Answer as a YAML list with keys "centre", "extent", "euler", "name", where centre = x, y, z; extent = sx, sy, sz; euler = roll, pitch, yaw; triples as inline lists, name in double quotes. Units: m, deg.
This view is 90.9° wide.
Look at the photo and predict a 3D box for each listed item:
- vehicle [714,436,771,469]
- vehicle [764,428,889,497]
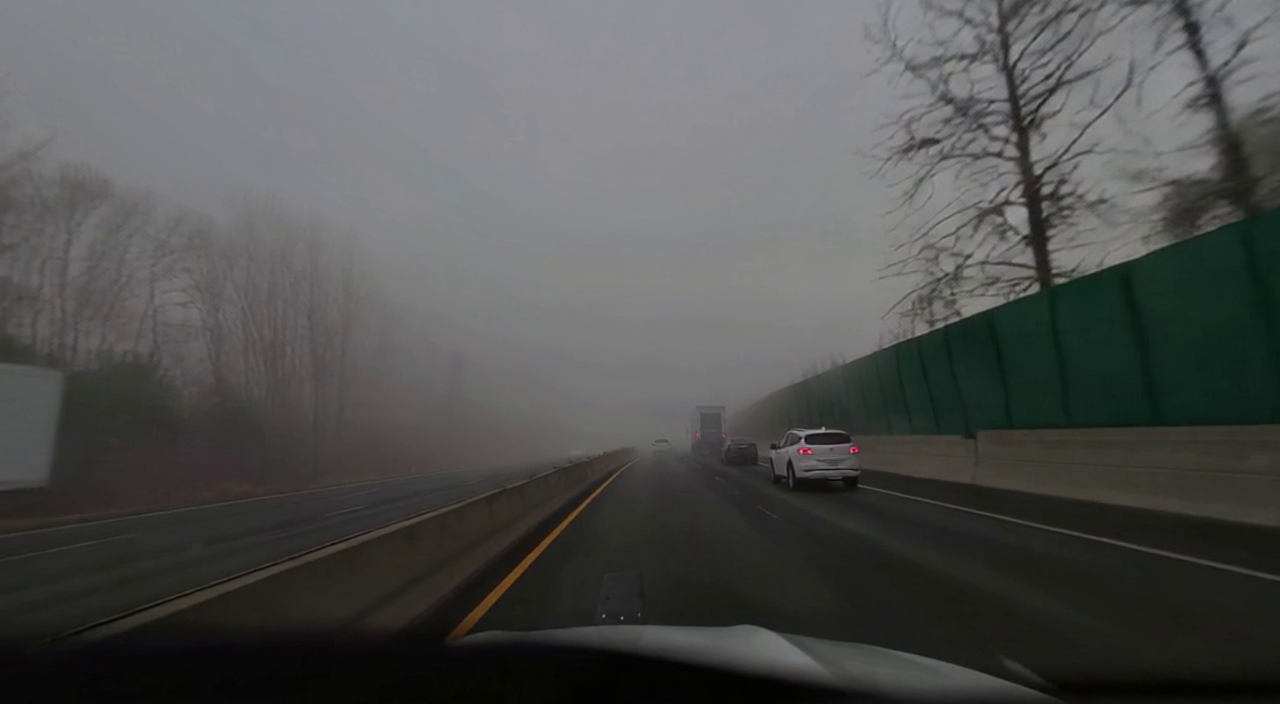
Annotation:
- centre: [4.904, 4.884, 30.754]
  extent: [2.000, 1.473, 4.440]
  euler: [0, -8, 0]
  name: "vehicle"
- centre: [4.608, 2.782, 16.224]
  extent: [1.940, 1.539, 4.005]
  euler: [0, -8, -1]
  name: "vehicle"
